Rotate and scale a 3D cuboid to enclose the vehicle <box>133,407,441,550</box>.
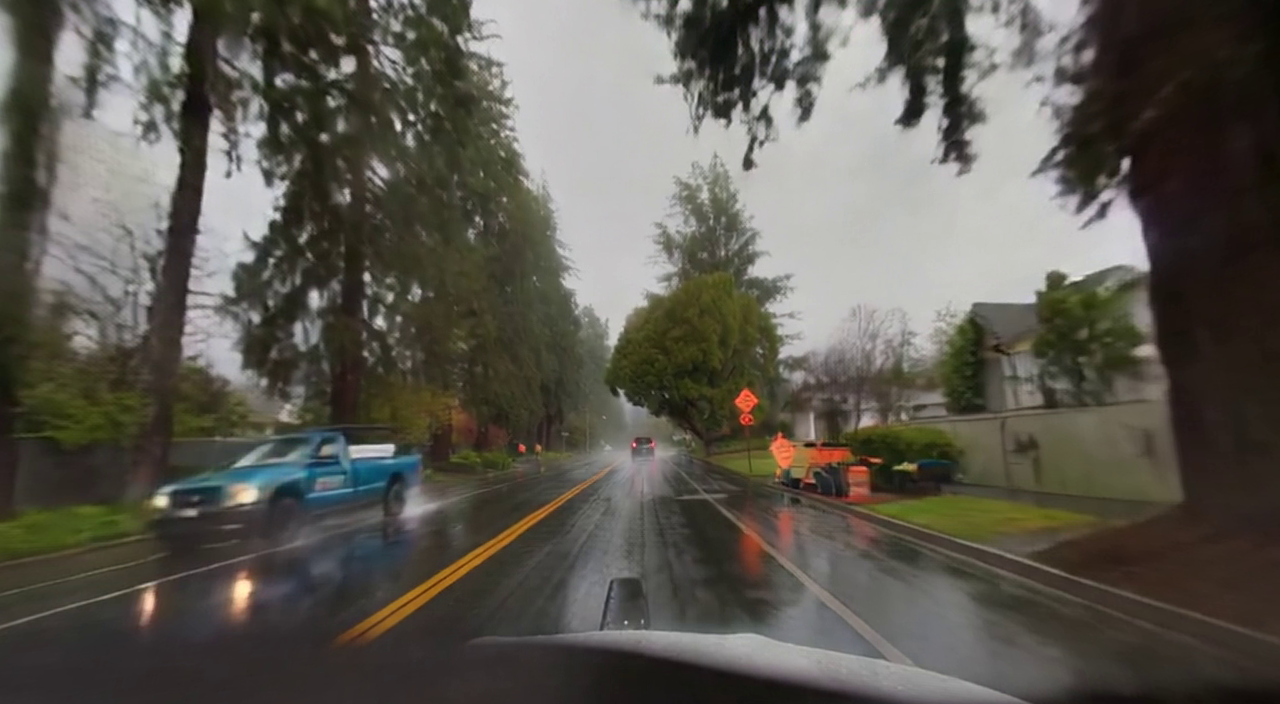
[{"bbox_3d":[-6.905,2.498,13.306,2.517,2.323,5.205,-3,-9,18],"label":"vehicle"}]
